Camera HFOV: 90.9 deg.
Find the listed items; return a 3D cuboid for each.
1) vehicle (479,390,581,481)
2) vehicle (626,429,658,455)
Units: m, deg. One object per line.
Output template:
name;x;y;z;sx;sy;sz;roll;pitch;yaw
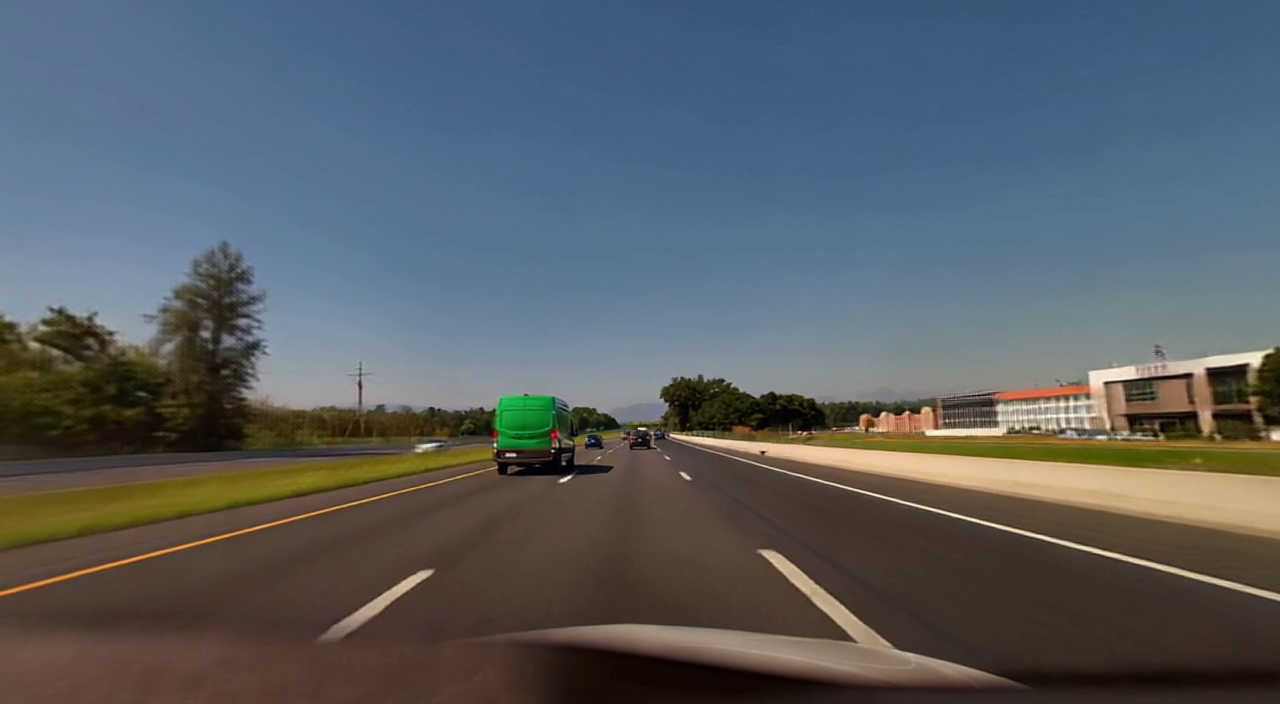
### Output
vehicle;-3.433;2.784;21.010;2.424;2.577;5.828;0;-8;-1
vehicle;0.092;6.225;43.635;2.104;1.646;4.176;0;-8;-1
